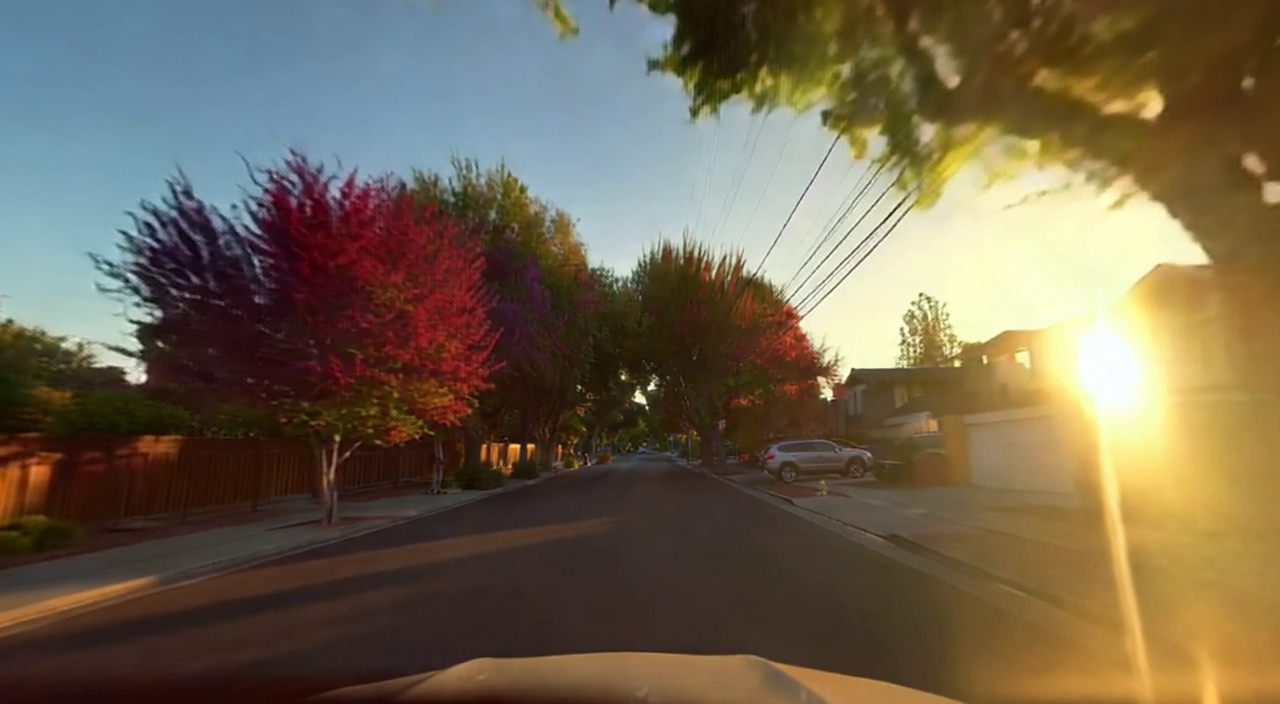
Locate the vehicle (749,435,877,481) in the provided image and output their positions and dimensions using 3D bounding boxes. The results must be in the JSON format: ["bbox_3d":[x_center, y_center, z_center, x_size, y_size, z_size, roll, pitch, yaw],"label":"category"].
[{"bbox_3d":[7.202,4.447,26.689,4.806,1.851,2.050,0,-9,2],"label":"vehicle"}]
